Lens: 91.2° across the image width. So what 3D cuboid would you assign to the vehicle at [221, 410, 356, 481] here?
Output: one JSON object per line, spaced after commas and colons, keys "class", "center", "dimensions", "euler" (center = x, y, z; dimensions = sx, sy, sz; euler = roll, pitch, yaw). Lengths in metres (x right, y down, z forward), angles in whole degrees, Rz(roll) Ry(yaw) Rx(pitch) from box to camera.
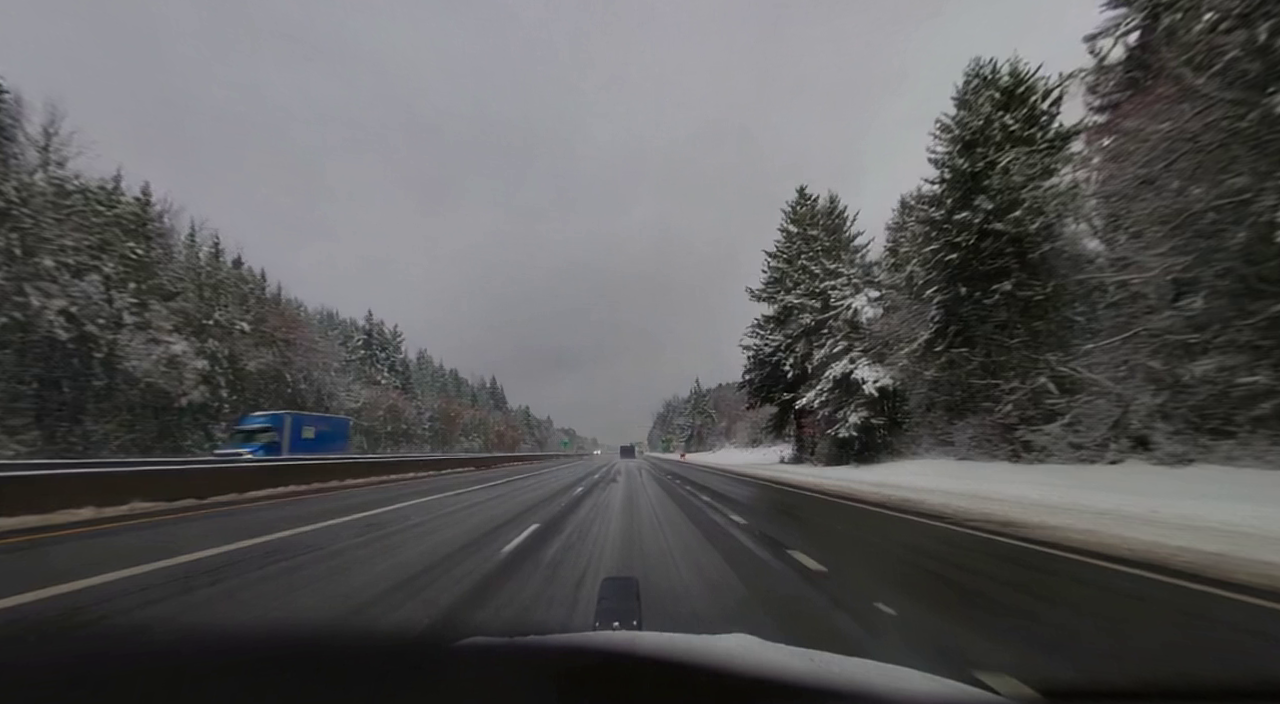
{"class": "vehicle", "center": [-20.513, 5.579, 37.443], "dimensions": [2.992, 3.684, 8.774], "euler": [0, -9, 0]}
